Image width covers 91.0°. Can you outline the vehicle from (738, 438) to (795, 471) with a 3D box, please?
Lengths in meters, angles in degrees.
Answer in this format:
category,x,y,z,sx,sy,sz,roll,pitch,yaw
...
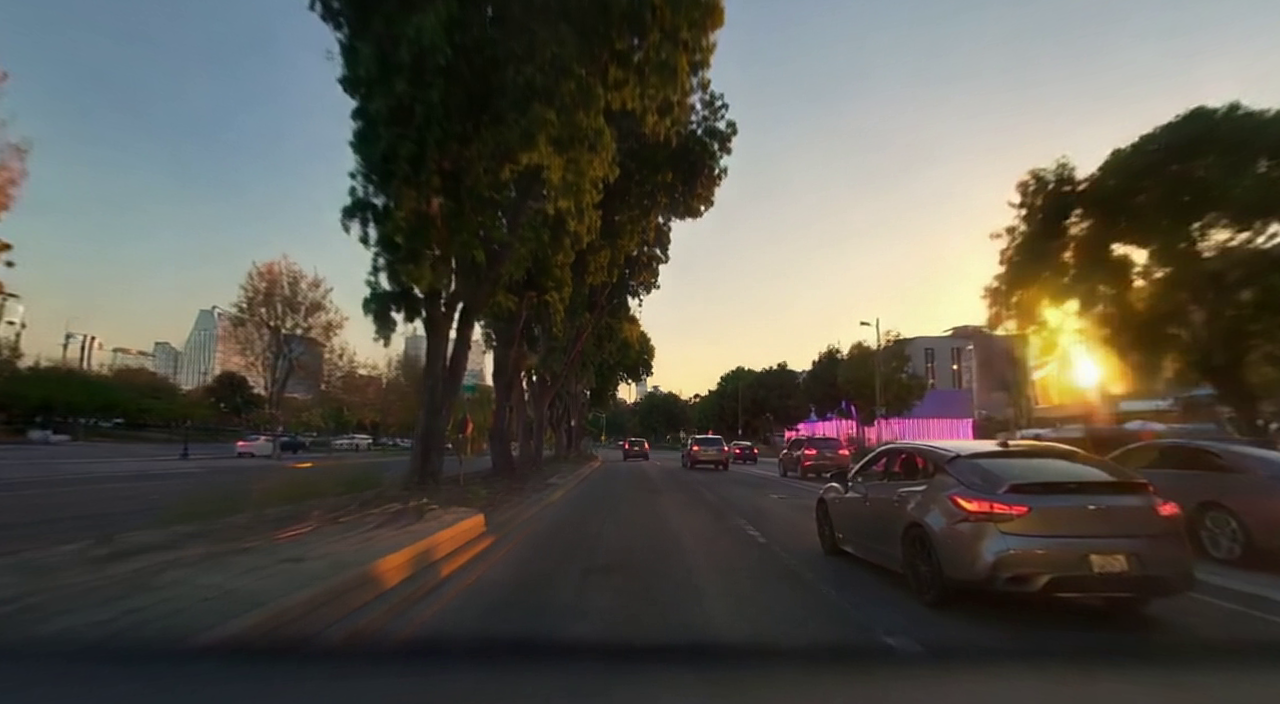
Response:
category,x,y,z,sx,sy,sz,roll,pitch,yaw
vehicle,6.624,5.413,33.473,1.954,1.606,4.423,0,-8,-2

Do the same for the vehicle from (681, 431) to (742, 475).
category,x,y,z,sx,sy,sz,roll,pitch,yaw
vehicle,3.023,4.406,27.555,2.000,1.745,4.206,0,-8,-3

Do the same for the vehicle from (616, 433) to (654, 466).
category,x,y,z,sx,sy,sz,roll,pitch,yaw
vehicle,-0.339,5.599,36.254,2.051,1.798,4.168,0,-8,-3

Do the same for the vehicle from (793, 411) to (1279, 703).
category,x,y,z,sx,sy,sz,roll,pitch,yaw
vehicle,2.832,1.345,5.329,1.883,1.452,4.258,0,-8,-2

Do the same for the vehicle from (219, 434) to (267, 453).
category,x,y,z,sx,sy,sz,roll,pitch,yaw
vehicle,-30.900,7.160,49.099,1.744,1.433,3.823,1,-8,-9
